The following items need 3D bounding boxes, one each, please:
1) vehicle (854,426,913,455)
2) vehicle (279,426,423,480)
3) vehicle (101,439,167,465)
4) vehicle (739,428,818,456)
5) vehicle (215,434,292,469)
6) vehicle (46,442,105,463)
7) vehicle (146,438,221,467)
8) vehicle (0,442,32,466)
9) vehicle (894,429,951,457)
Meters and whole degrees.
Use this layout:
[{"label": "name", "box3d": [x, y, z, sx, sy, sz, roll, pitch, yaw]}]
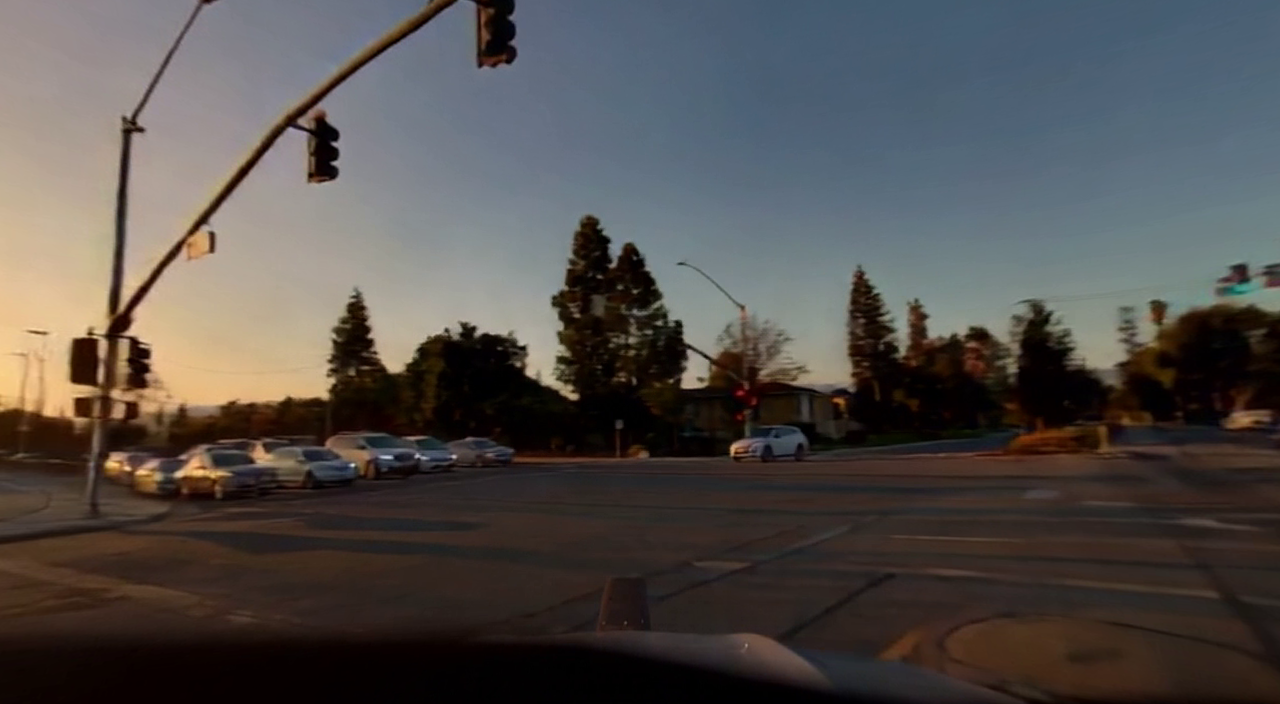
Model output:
[{"label": "vehicle", "box3d": [16.556, 6.016, 42.678, 2.248, 1.838, 4.804, -7, -11, 38]}, {"label": "vehicle", "box3d": [-11.455, 3.941, 24.828, 5.874, 1.897, 2.226, -6, -10, 33]}, {"label": "vehicle", "box3d": [-35.482, 7.003, 44.147, 4.465, 1.750, 2.176, -6, -10, 33]}, {"label": "vehicle", "box3d": [10.965, 7.083, 49.648, 5.840, 2.087, 2.737, 6, -10, -34]}, {"label": "vehicle", "box3d": [-22.439, 5.754, 36.545, 4.651, 1.850, 1.963, -6, -10, 34]}, {"label": "vehicle", "box3d": [-43.588, 7.739, 48.644, 4.489, 1.595, 1.890, -5, -10, 29]}, {"label": "vehicle", "box3d": [-29.167, 6.418, 40.253, 4.462, 1.734, 2.159, -5, -10, 31]}, {"label": "vehicle", "box3d": [-47.029, 7.474, 46.383, 4.406, 1.702, 1.943, -5, -10, 30]}, {"label": "vehicle", "box3d": [16.592, 5.323, 36.908, 2.039, 1.519, 4.356, -7, -10, 37]}]
